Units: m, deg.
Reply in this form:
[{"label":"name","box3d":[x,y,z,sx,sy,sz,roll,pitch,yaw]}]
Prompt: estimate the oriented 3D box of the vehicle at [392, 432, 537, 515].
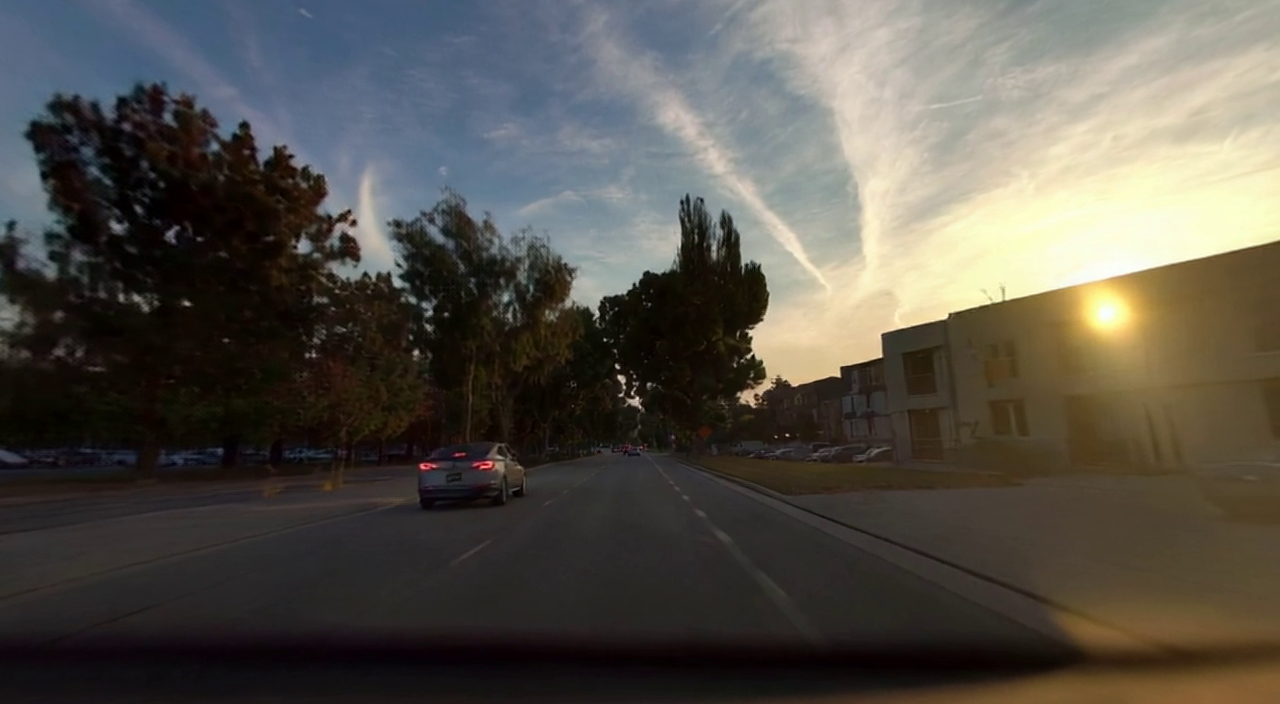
[{"label":"vehicle","box3d":[-3.642,2.604,13.966,2.030,1.550,3.925,0,-8,1]}]
